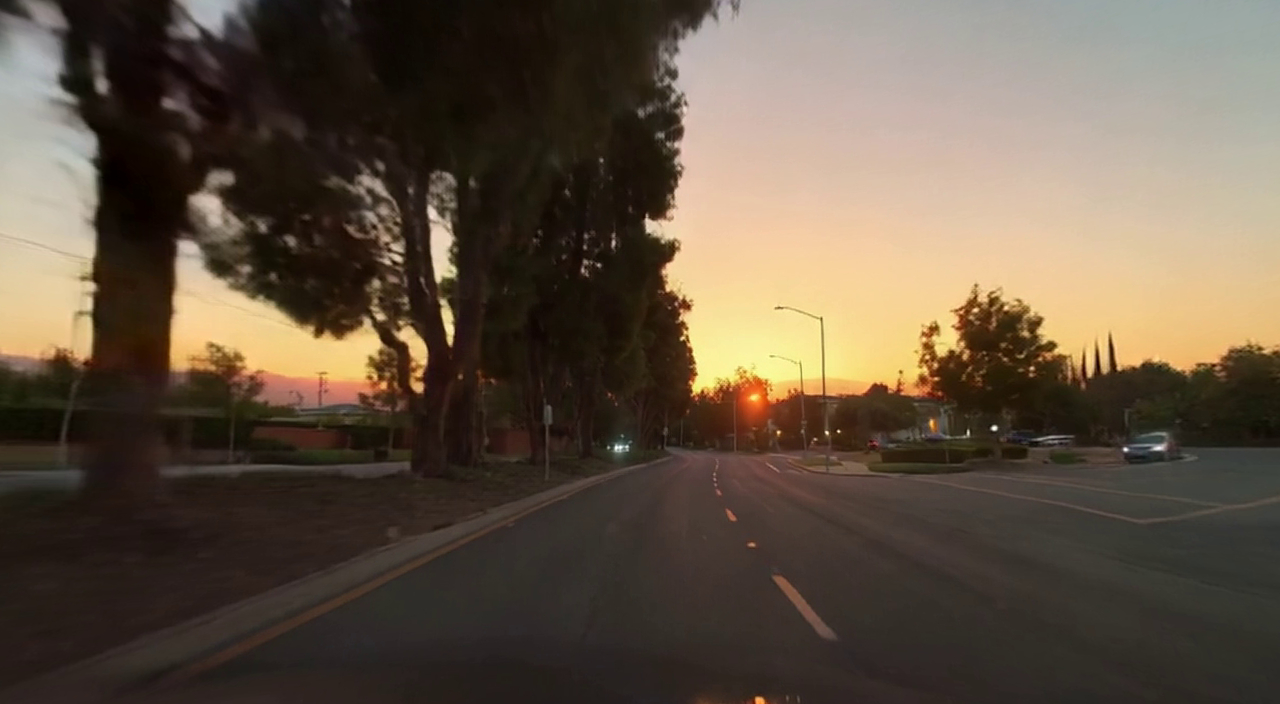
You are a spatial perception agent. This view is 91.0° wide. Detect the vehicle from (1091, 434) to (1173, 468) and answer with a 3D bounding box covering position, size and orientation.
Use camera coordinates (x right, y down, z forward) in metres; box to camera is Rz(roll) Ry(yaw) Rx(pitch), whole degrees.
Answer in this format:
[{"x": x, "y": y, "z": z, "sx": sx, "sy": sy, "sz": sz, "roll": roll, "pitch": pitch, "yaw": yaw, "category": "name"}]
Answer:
[{"x": 23.816, "y": 4.776, "z": 30.415, "sx": 4.456, "sy": 1.489, "sz": 1.963, "roll": 7, "pitch": -11, "yaw": -37, "category": "vehicle"}]
